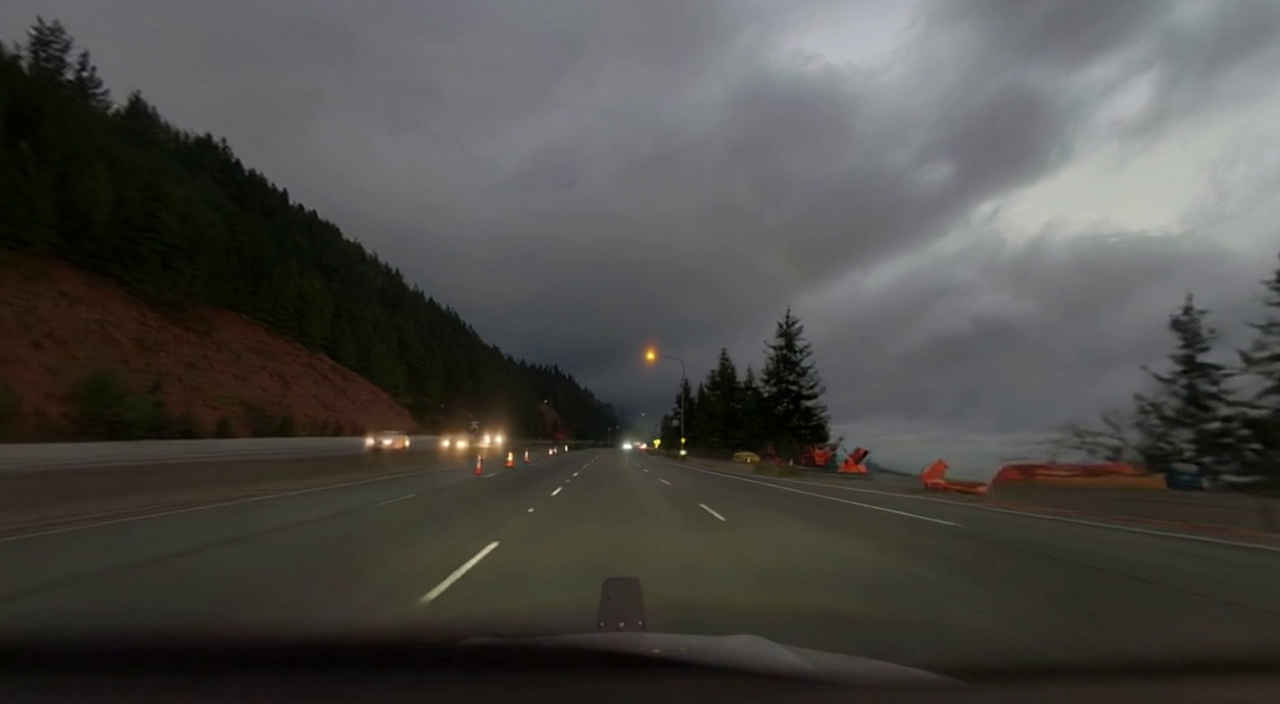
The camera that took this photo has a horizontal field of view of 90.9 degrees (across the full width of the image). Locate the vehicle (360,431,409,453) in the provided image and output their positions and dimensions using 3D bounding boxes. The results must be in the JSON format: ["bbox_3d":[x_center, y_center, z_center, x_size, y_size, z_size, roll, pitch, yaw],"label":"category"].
[{"bbox_3d":[-20.069,7.102,49.748,1.971,1.640,4.581,0,-9,-1],"label":"vehicle"}]
